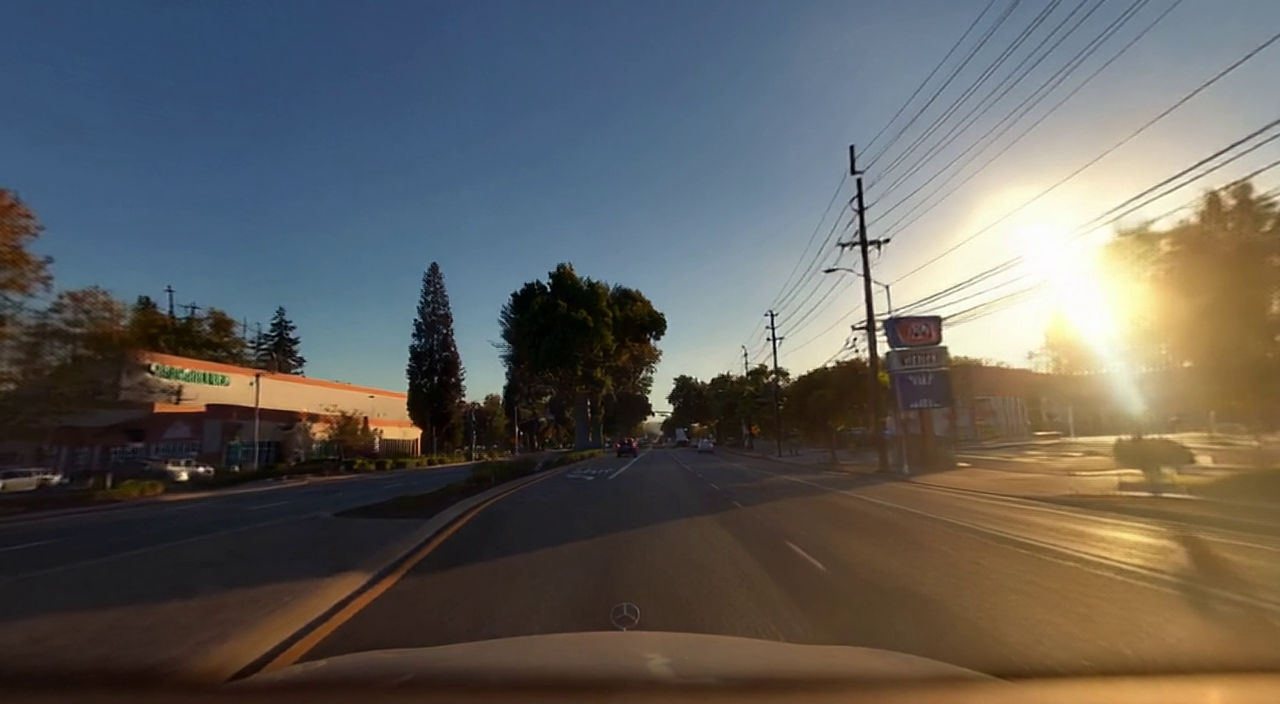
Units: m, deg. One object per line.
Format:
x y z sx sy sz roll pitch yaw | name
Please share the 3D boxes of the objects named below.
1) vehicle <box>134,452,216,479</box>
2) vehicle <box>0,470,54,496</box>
-33.144 8.115 45.108 4.137 1.733 2.016 2 -10 0 | vehicle
-45.475 9.453 45.729 1.818 1.590 4.291 0 -8 1 | vehicle
